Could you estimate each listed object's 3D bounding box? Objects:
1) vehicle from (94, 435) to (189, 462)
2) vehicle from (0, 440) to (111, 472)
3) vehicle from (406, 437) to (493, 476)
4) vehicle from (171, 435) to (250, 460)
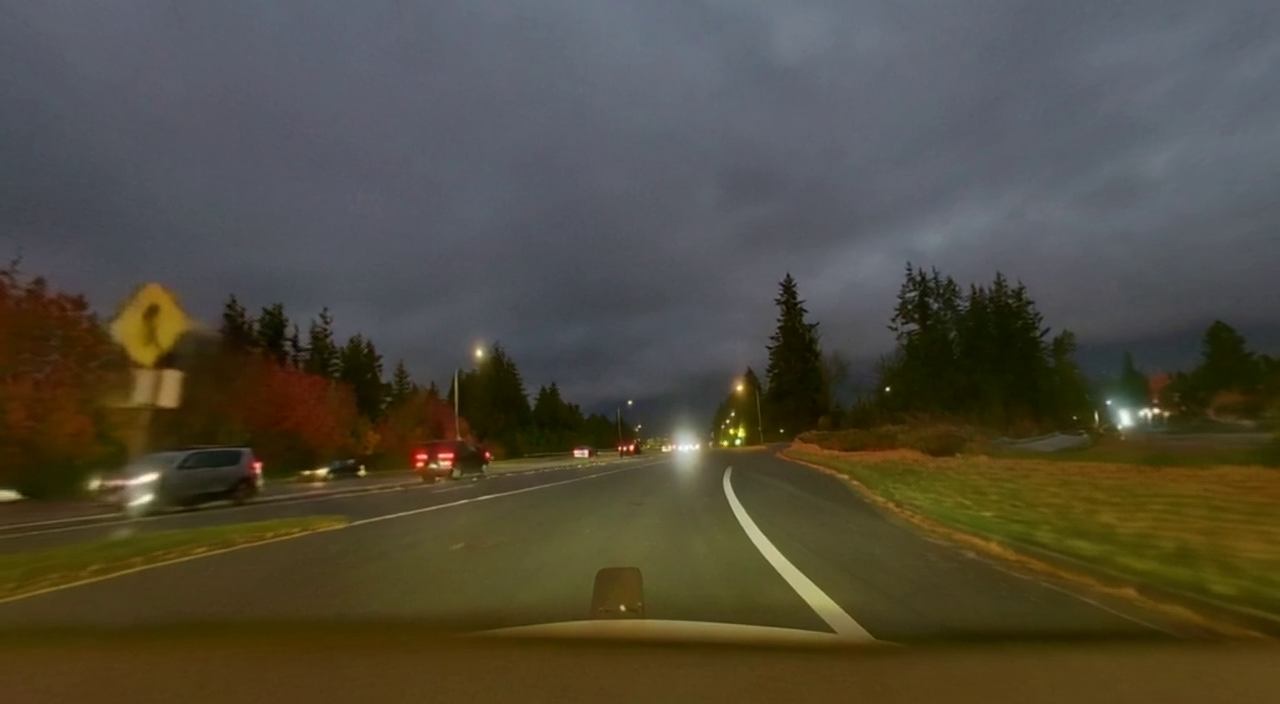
[{"bbox_3d":[-35.407,6.876,44.914,1.938,1.773,4.945,-2,-9,15],"label":"vehicle"},{"bbox_3d":[-36.721,6.575,39.582,2.002,1.807,4.962,-4,-10,14],"label":"vehicle"},{"bbox_3d":[-10.815,5.978,36.239,2.368,2.012,5.021,-2,-9,15],"label":"vehicle"},{"bbox_3d":[-33.865,7.552,49.848,1.995,1.819,4.955,-2,-9,15],"label":"vehicle"}]
